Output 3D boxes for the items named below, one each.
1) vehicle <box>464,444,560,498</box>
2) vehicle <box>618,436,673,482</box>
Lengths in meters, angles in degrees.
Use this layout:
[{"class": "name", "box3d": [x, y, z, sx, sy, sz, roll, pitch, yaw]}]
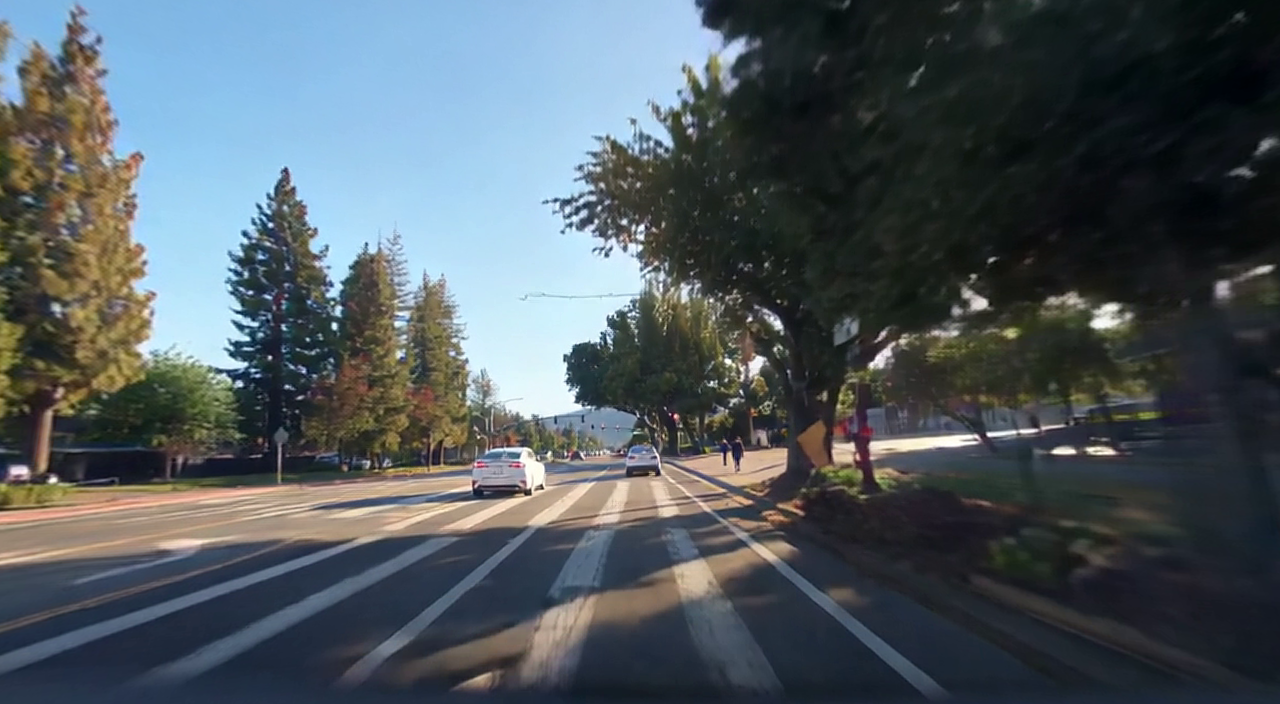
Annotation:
[{"class": "vehicle", "box3d": [-3.693, 3.504, 18.969, 2.036, 1.447, 4.044, 0, -8, 0]}, {"class": "vehicle", "box3d": [0.164, 4.597, 27.310, 2.215, 1.799, 4.426, 0, -8, -1]}]
